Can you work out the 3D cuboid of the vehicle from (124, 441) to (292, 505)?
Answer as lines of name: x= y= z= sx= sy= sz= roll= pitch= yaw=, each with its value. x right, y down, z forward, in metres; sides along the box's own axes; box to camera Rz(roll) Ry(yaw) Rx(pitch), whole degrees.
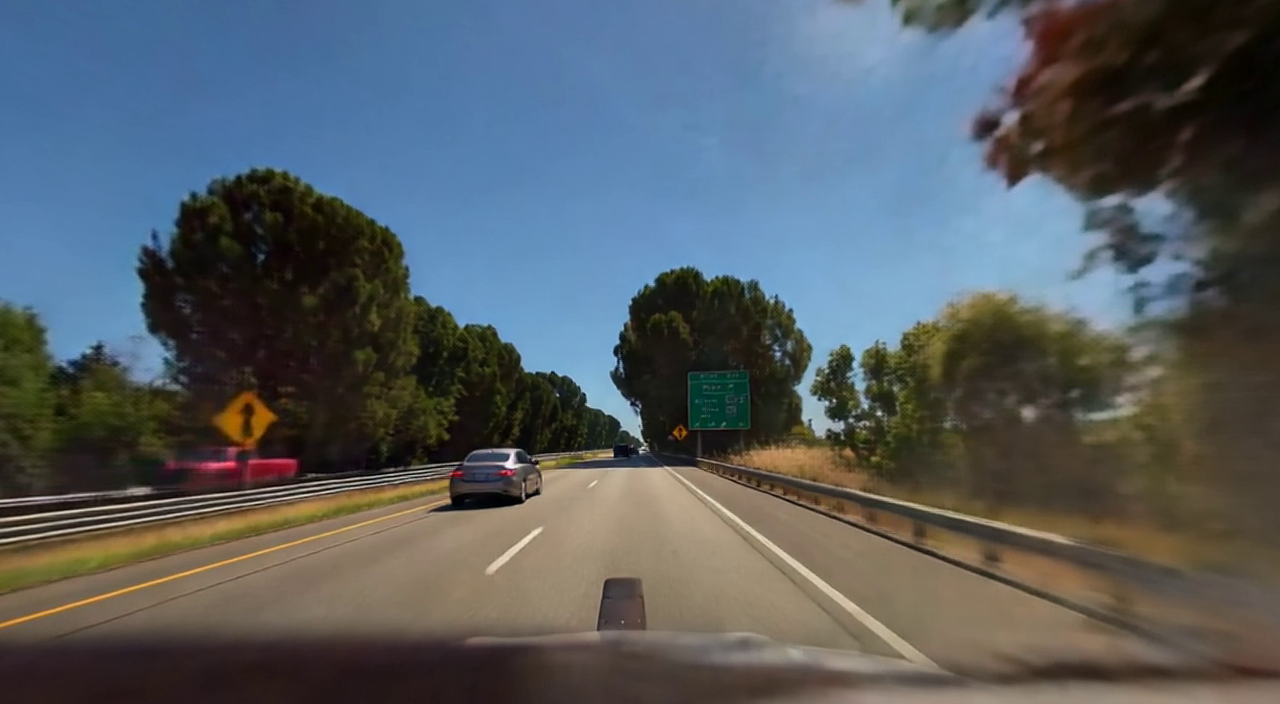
vehicle: x=-14.817 y=4.155 z=22.091 sx=2.174 sy=1.954 sz=5.022 roll=-1 pitch=-9 yaw=2

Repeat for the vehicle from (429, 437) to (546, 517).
vehicle: x=-3.261 y=2.722 z=14.177 sx=1.675 sy=1.537 sz=3.574 roll=0 pitch=-9 yaw=1
